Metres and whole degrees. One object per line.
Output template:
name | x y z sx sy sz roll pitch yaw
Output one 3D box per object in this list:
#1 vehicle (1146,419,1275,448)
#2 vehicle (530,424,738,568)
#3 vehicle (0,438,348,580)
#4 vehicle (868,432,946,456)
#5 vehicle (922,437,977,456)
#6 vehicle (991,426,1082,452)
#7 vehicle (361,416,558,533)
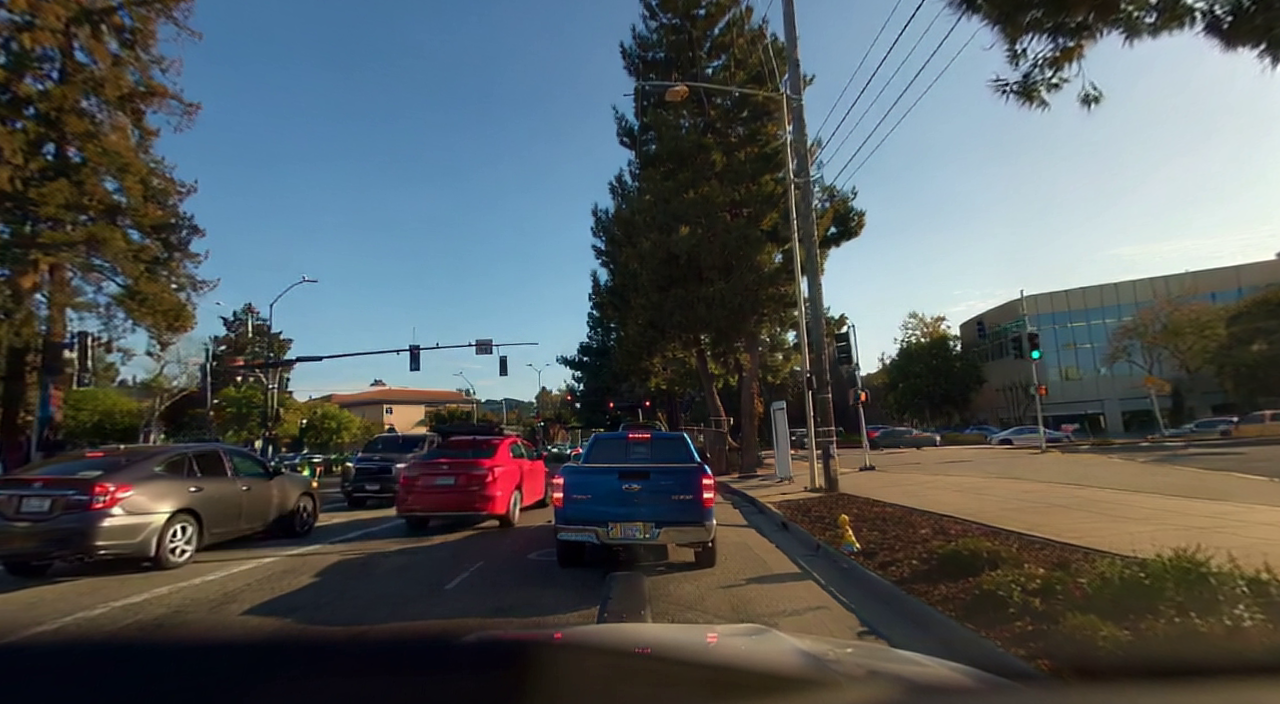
vehicle | 30.566 4.431 33.862 4.739 1.472 1.804 -5 -10 29
vehicle | -0.043 1.829 8.752 2.182 1.501 4.150 0 -9 1
vehicle | -6.321 2.054 9.108 1.948 1.530 4.283 0 -9 3
vehicle | 17.504 6.064 41.255 4.441 1.452 1.798 -5 -10 30
vehicle | 24.583 7.545 49.915 3.662 1.442 1.787 -6 -10 33
vehicle | 23.802 5.265 37.836 4.454 1.440 1.816 -5 -10 30
vehicle | -3.190 2.308 12.482 2.223 1.826 4.990 0 -9 3
